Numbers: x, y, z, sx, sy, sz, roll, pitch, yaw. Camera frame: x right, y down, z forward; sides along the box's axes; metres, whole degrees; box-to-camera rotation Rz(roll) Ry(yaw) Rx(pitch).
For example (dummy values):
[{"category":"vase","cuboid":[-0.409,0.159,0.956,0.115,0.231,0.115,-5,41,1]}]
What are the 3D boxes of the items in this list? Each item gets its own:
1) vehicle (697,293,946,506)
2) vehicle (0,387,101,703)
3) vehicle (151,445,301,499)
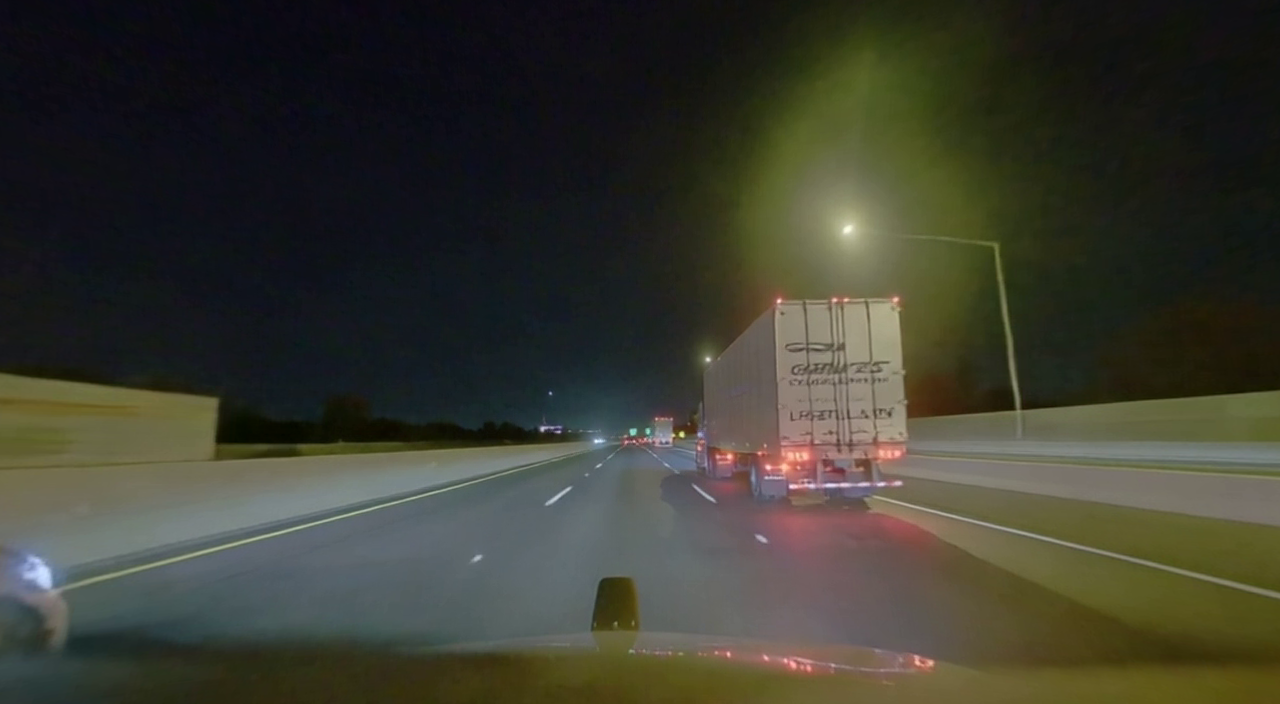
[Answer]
[{"category":"vehicle","cuboid":[4.087,1.878,19.289,2.976,4.064,14.619,0,-8,-1]},{"category":"vehicle","cuboid":[-3.555,0.679,0.864,1.990,1.520,4.100,0,-8,0]},{"category":"vehicle","cuboid":[-12.851,3.700,19.934,1.811,1.446,4.376,0,-8,-1]}]
